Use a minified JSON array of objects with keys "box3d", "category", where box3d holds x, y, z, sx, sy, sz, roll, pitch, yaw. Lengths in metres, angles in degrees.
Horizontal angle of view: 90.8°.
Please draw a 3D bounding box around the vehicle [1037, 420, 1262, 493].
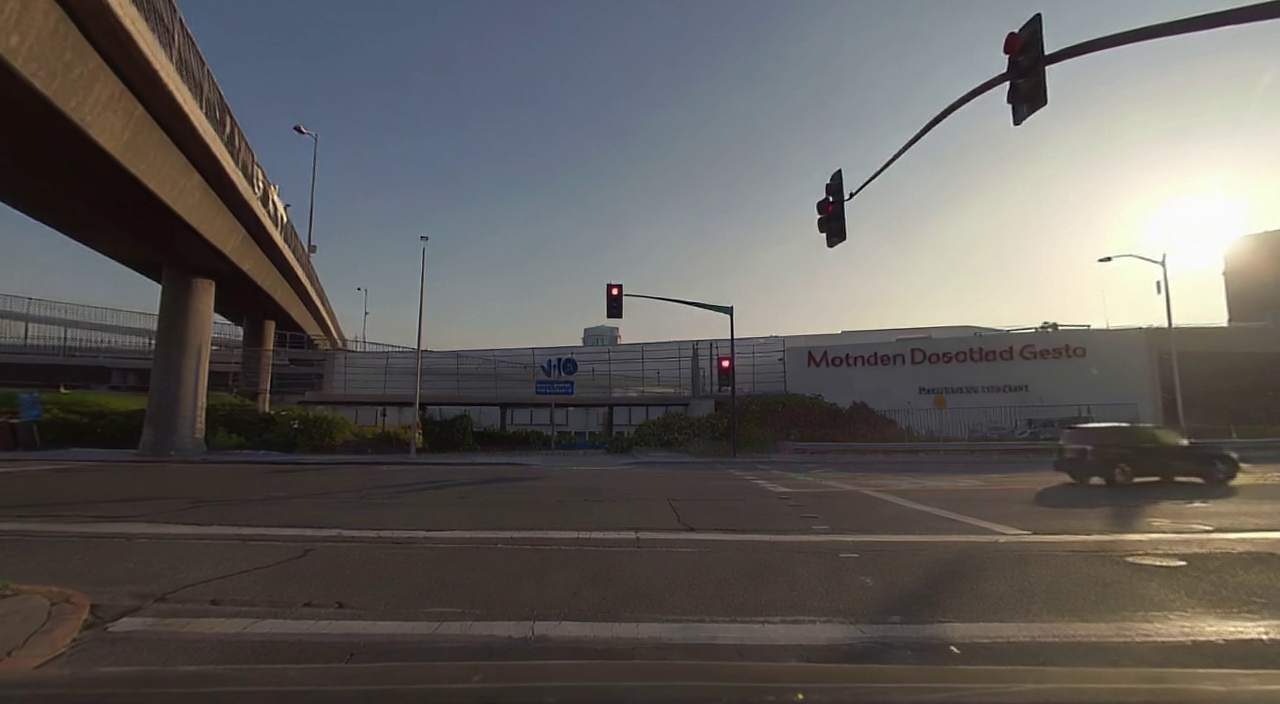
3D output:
[{"box3d":[12.245,2.510,15.367,3.897,1.637,1.832,0,-9,-3],"category":"vehicle"}]
